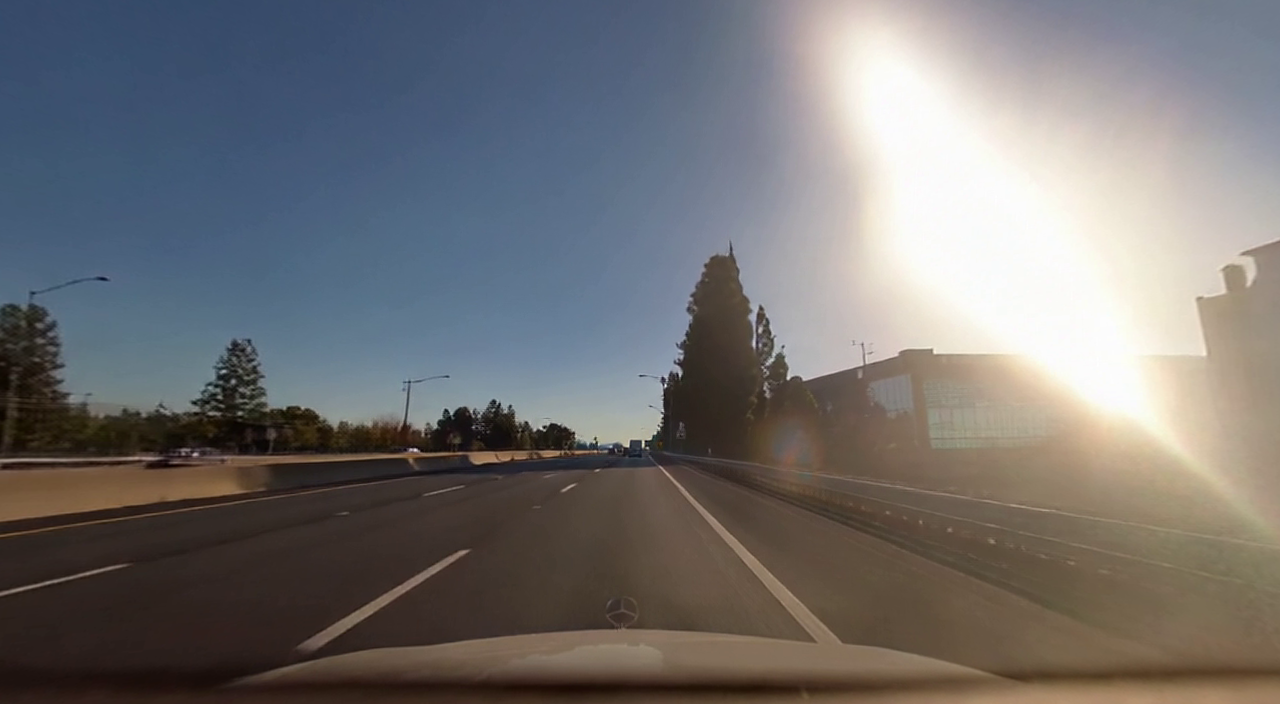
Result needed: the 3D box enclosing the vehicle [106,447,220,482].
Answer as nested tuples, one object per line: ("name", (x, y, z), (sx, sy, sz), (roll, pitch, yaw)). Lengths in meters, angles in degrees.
("vehicle", (-23.684, 5.564, 31.510), (2.141, 1.573, 4.492), (0, -9, 0))
